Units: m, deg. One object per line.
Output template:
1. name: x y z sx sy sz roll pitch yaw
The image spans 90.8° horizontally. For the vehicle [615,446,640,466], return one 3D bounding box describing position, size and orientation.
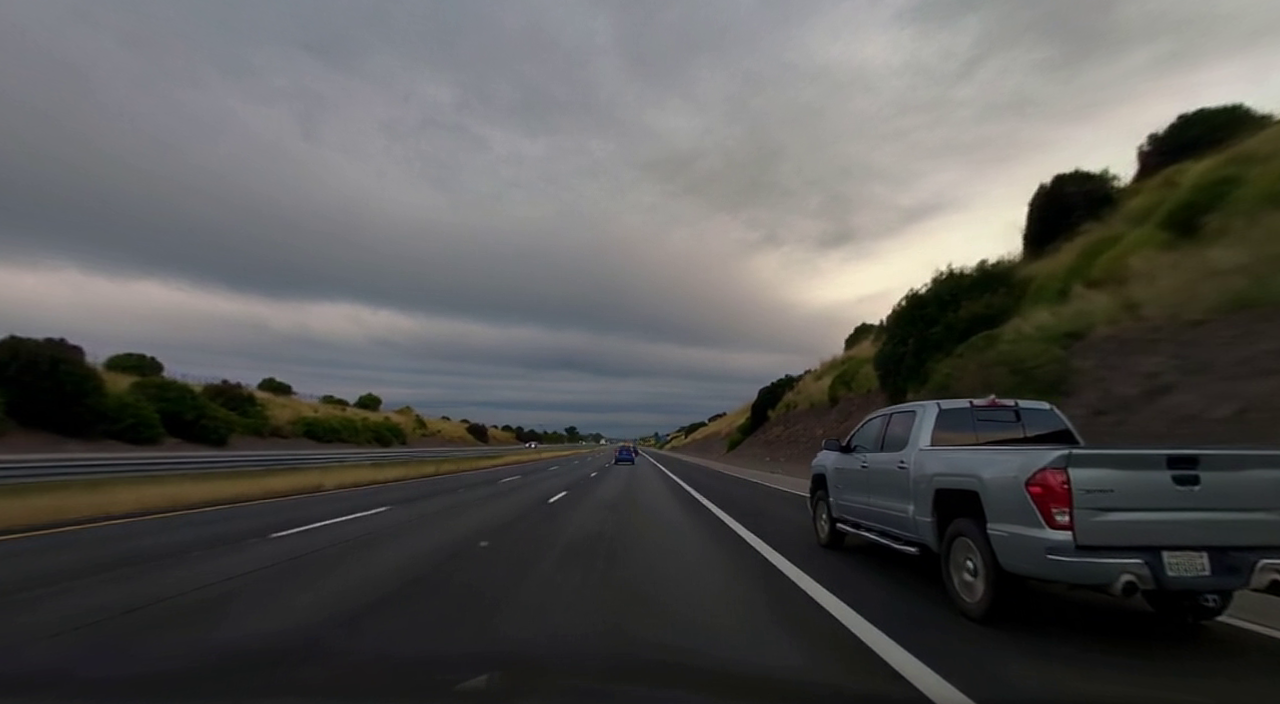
1. vehicle: -0.947 8.090 49.206 1.891 1.456 3.806 0 -9 0
